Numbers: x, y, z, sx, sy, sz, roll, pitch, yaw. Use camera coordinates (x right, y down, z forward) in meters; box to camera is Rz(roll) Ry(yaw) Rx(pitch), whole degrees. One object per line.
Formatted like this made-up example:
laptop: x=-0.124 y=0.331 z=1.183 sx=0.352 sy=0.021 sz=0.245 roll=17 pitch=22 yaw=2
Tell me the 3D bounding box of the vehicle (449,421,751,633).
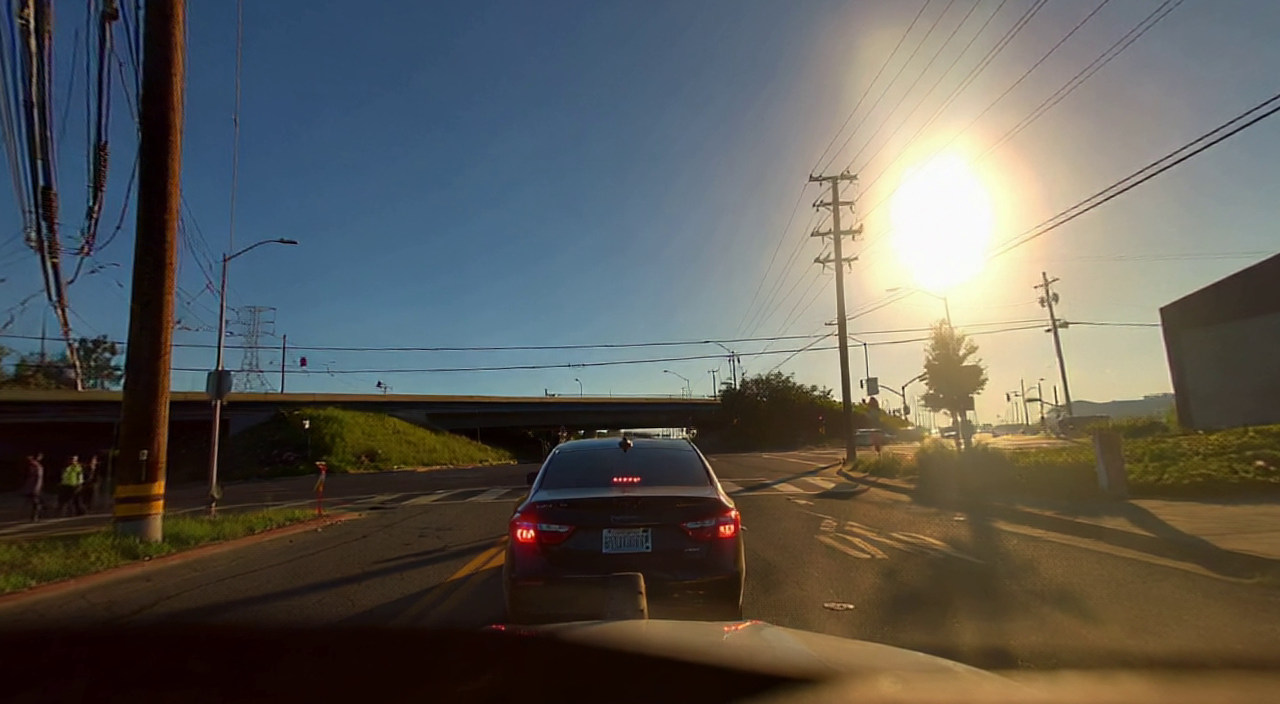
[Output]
vehicle: x=-0.242 y=1.527 z=6.465 sx=2.090 sy=1.458 sz=4.033 roll=-1 pitch=-9 yaw=1
